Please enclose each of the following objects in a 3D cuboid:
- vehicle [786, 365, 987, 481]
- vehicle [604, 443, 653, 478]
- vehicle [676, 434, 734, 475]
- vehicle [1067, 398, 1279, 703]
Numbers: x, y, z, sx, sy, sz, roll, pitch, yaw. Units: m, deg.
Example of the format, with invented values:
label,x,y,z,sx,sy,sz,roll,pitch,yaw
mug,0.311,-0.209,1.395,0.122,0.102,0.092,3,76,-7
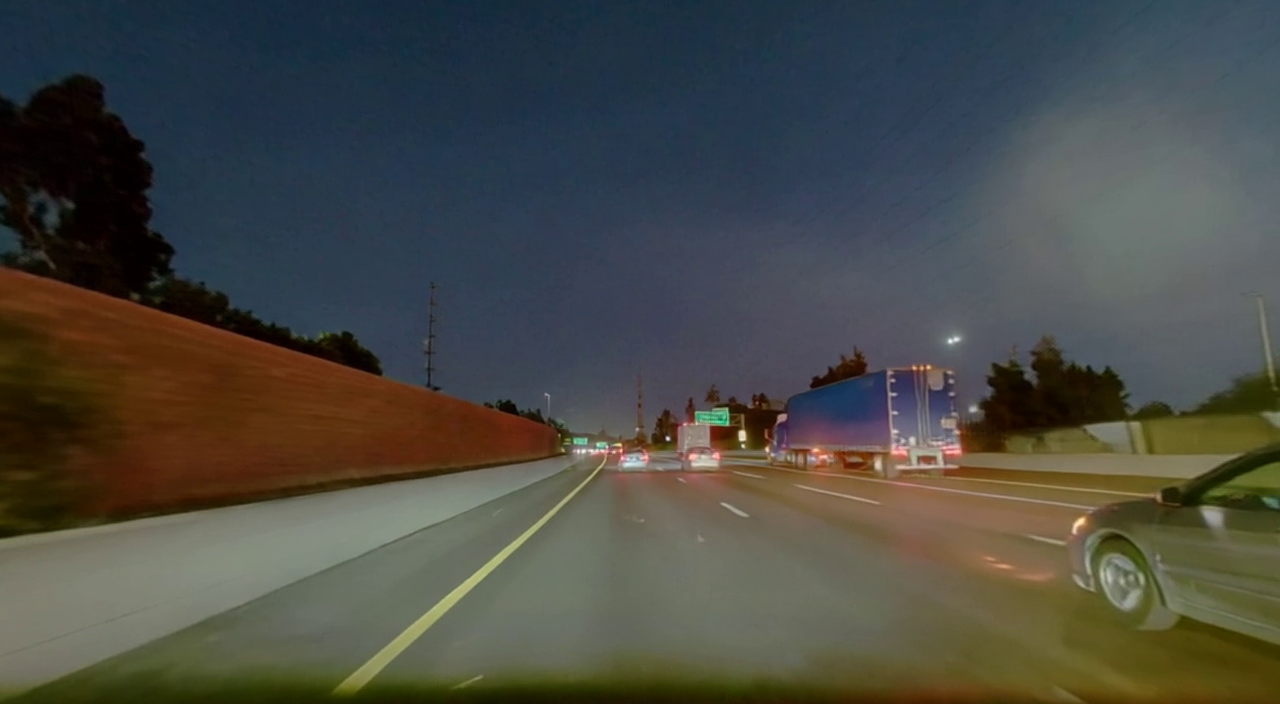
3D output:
label,x,y,z,sx,sy,sz,roll,pitch,yaw
vehicle,10.633,3.686,30.451,2.914,4.134,15.553,0,-9,-2
vehicle,-0.561,4.928,29.015,2.083,1.477,3.965,0,-9,-2
vehicle,3.052,4.972,30.859,2.114,1.849,4.692,0,-9,-3
vehicle,3.521,0.784,1.600,1.922,1.465,4.165,0,-9,0
